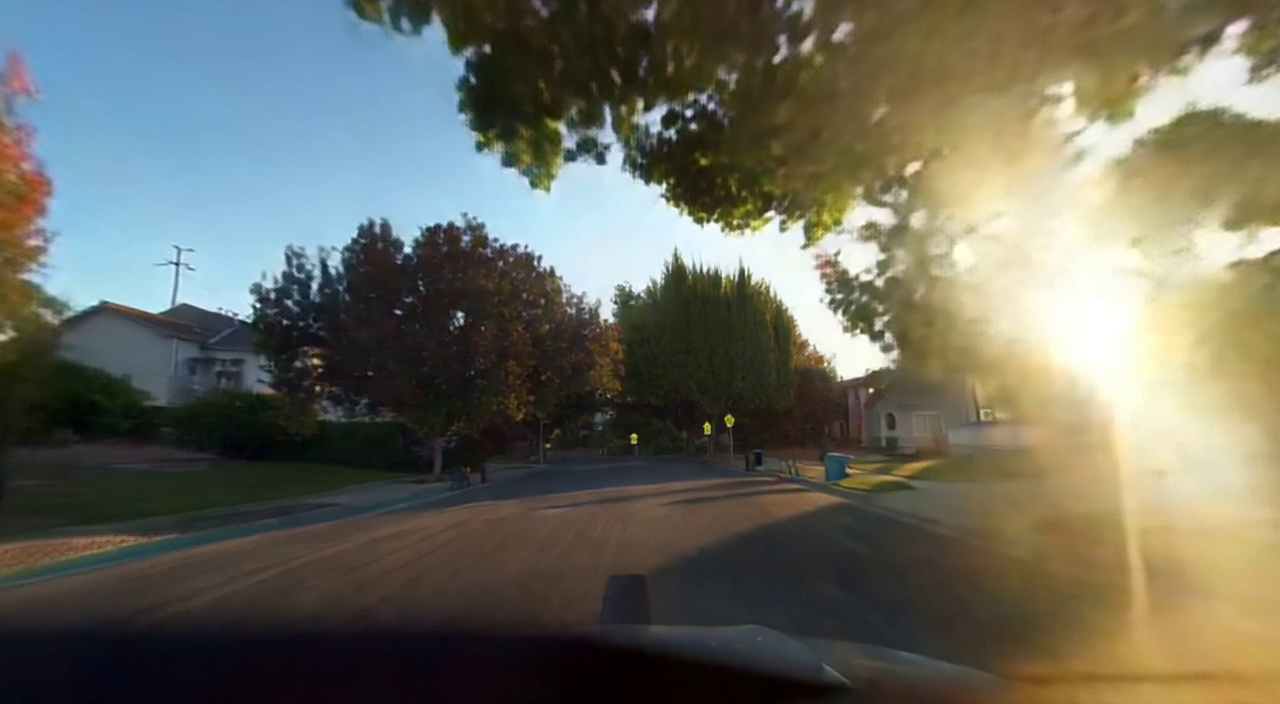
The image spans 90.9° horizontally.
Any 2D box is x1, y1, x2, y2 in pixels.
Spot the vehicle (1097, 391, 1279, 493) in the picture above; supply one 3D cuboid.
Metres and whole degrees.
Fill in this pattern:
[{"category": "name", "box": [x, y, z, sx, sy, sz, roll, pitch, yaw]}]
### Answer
[{"category": "vehicle", "box": [12.293, 1.839, 12.804, 4.581, 1.853, 2.024, 2, -8, -7]}]
